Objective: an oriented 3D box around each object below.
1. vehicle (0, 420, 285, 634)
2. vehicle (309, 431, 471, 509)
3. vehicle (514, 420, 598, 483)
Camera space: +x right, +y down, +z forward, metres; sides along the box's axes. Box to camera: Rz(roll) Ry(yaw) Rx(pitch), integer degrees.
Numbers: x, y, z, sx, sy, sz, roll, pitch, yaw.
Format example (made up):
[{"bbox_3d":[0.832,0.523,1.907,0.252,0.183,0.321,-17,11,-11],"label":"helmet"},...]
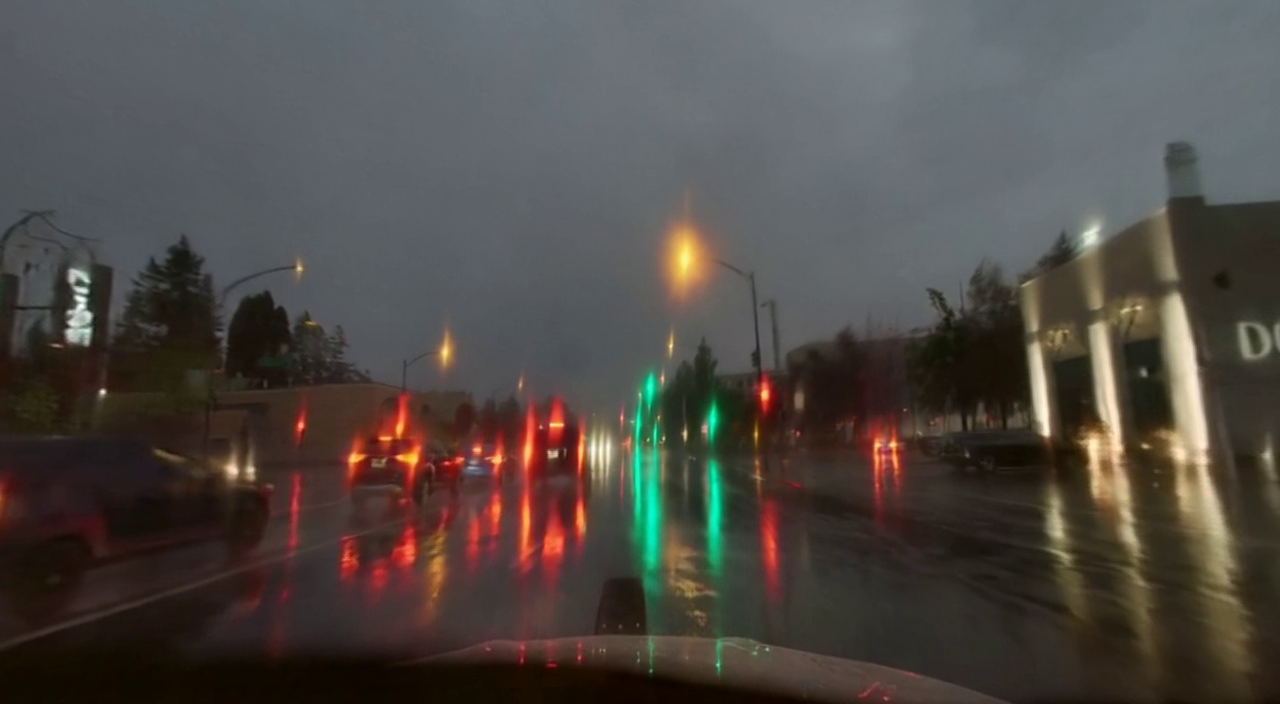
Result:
[{"bbox_3d":[-5.692,1.566,6.567,1.889,1.572,3.599,0,-8,0],"label":"vehicle"},{"bbox_3d":[-6.024,2.884,15.983,2.228,1.652,4.593,0,-8,0],"label":"vehicle"},{"bbox_3d":[-3.074,3.812,24.495,2.496,2.155,5.468,0,-8,0],"label":"vehicle"}]
